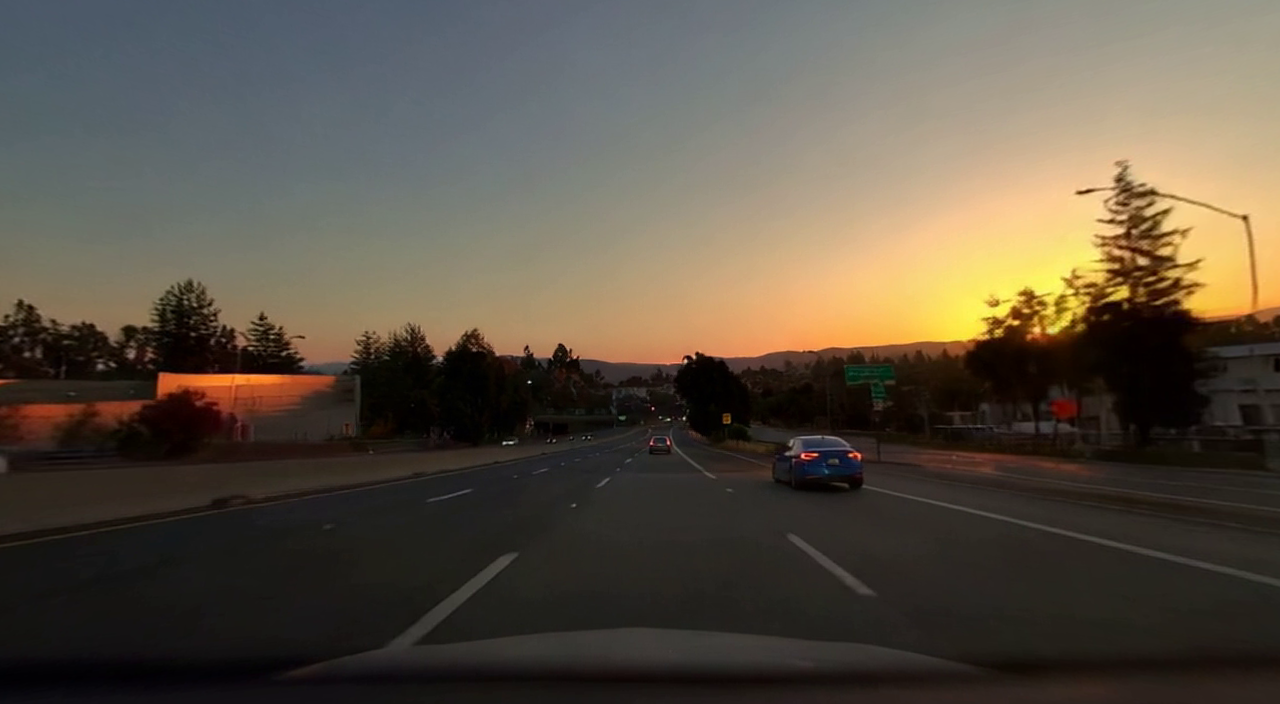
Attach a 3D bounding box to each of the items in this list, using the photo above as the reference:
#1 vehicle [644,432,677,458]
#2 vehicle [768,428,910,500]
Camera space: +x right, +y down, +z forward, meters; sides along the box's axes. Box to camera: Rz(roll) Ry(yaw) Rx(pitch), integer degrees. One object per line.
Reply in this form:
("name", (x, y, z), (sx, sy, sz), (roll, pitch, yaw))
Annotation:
("vehicle", (1.368, 6.480, 43.940), (2.127, 1.692, 4.382), (0, -9, 0))
("vehicle", (4.709, 2.731, 15.787), (2.029, 1.528, 4.644), (0, -9, 0))
